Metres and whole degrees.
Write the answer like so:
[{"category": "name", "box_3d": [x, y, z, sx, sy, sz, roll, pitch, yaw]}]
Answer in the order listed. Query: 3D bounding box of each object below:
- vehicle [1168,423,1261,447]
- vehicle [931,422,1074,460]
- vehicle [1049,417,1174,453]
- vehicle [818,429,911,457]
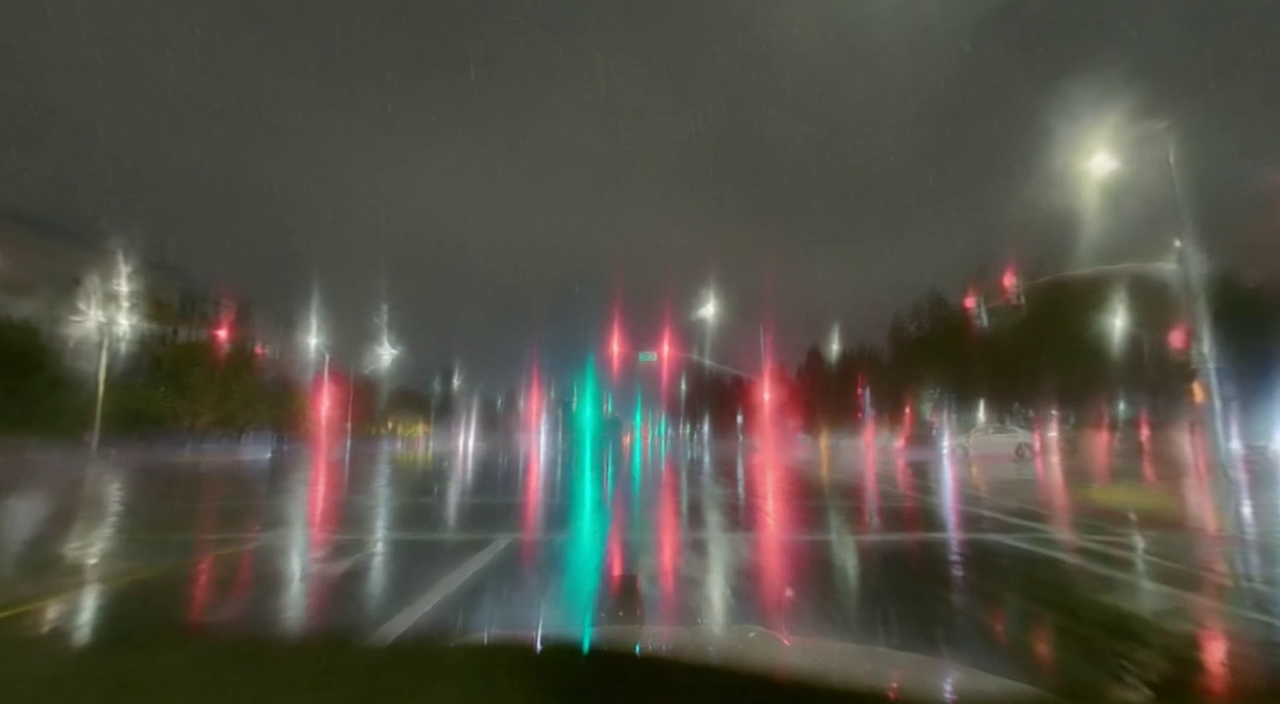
[{"category": "vehicle", "box_3d": [42.230, 6.142, 46.654, 2.037, 1.614, 5.175, -1, -8, 1]}, {"category": "vehicle", "box_3d": [15.219, 3.746, 26.703, 4.916, 1.504, 1.846, 0, -8, -2]}, {"category": "vehicle", "box_3d": [23.775, 4.207, 32.004, 4.571, 1.698, 1.977, -1, -8, 3]}, {"category": "vehicle", "box_3d": [11.209, 4.584, 31.788, 4.046, 1.306, 1.719, -1, -8, 5]}]
